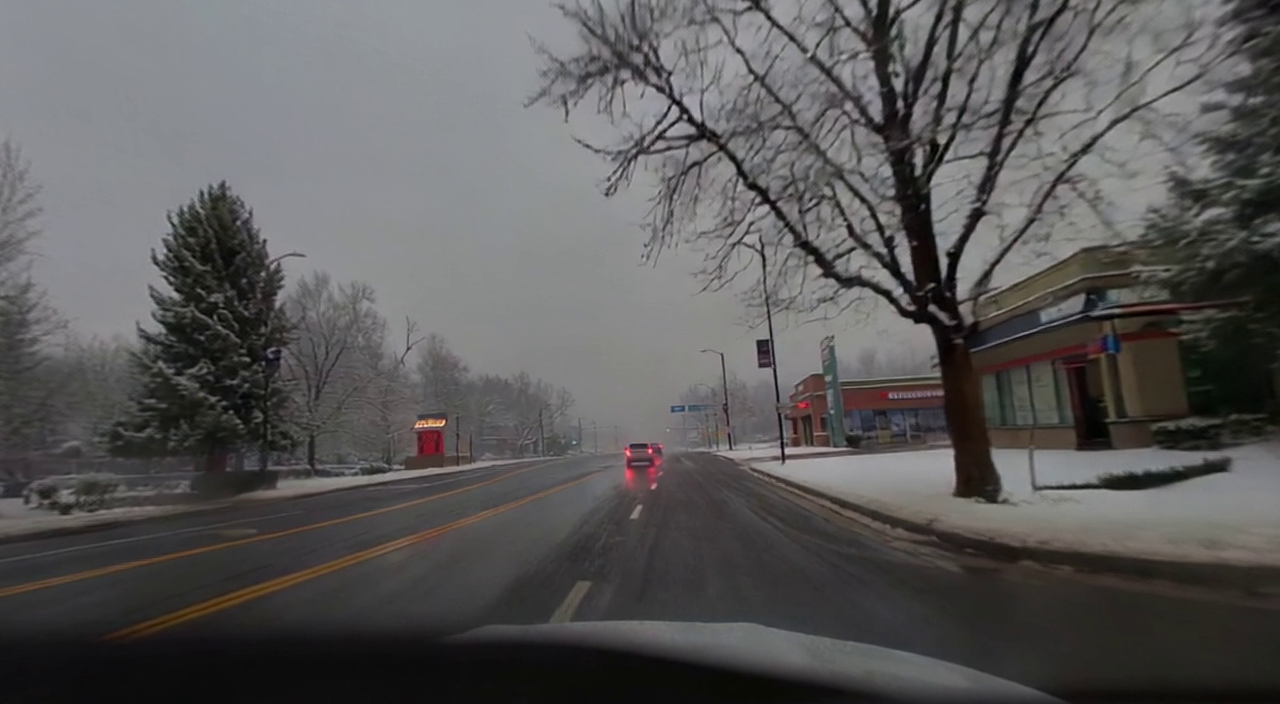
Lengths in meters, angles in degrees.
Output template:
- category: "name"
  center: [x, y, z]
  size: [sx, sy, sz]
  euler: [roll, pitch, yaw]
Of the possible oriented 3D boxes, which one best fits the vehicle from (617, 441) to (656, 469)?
- category: "vehicle"
  center: [-0.171, 6.757, 41.565]
  size: [2.235, 1.719, 4.292]
  euler: [-1, -8, 4]
